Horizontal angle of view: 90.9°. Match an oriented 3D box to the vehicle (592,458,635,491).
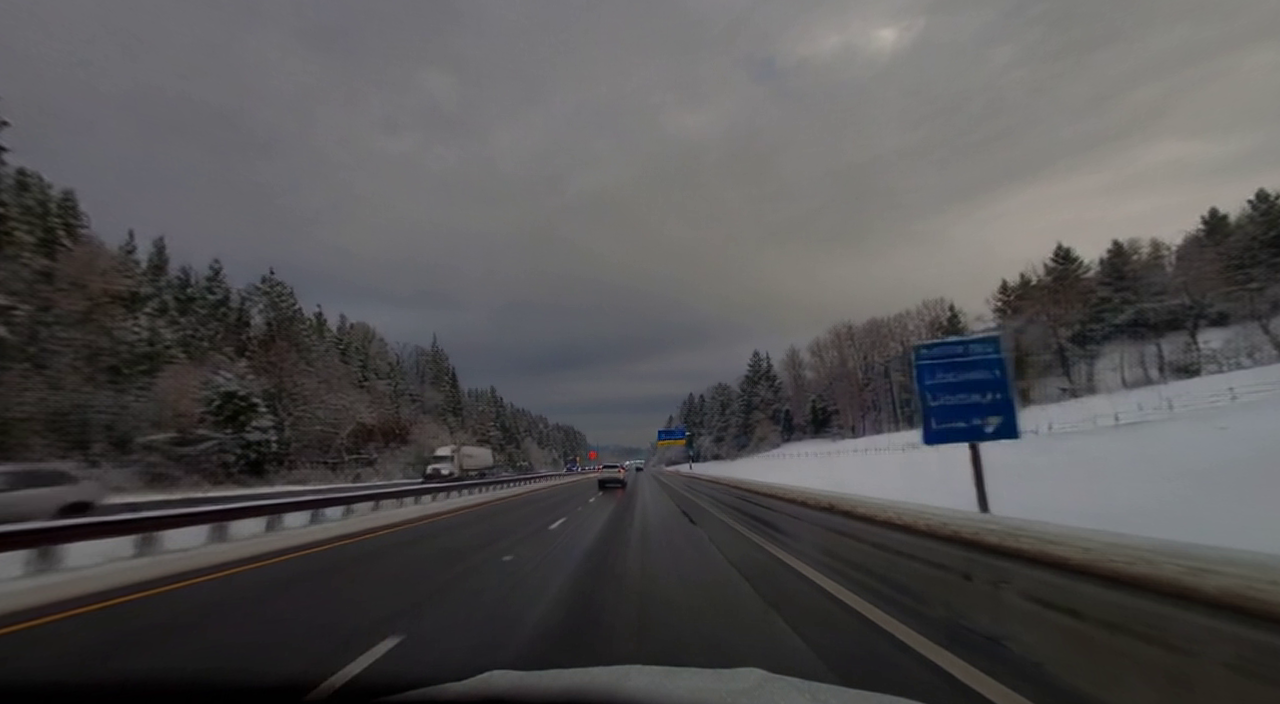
[{"bbox_3d":[-1.401,6.749,34.863,2.104,1.655,4.039,0,-10,1],"label":"vehicle"}]
